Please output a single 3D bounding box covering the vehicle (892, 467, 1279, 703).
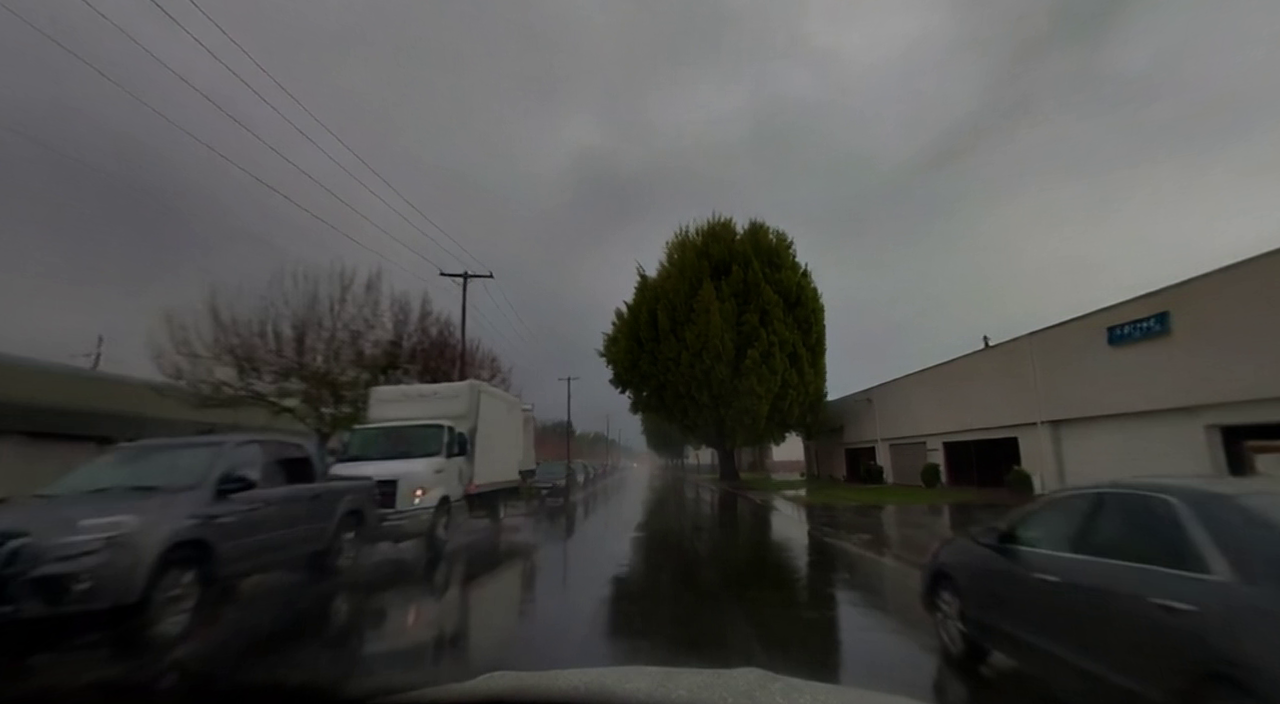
[{"bbox_3d":[2.927,1.312,3.049,1.819,1.446,3.909,1,-11,1],"label":"vehicle"}]

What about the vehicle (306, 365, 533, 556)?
[{"bbox_3d":[-3.649,2.068,11.973,2.242,2.726,5.581,1,-11,-1],"label":"vehicle"}]

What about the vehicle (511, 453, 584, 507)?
[{"bbox_3d":[-3.270,4.623,23.238,1.886,1.640,4.311,2,-8,2],"label":"vehicle"}]

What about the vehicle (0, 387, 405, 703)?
[{"bbox_3d":[-3.852,1.429,5.513,1.917,1.735,4.032,1,-11,1],"label":"vehicle"}]
